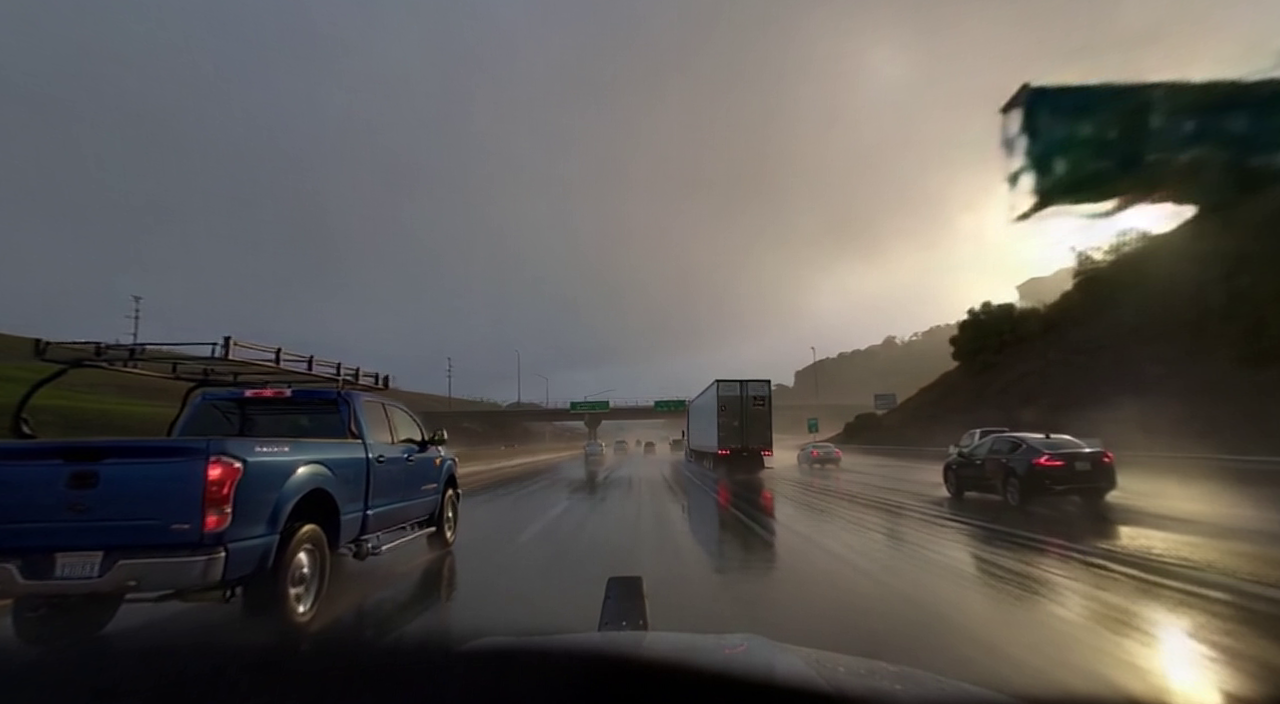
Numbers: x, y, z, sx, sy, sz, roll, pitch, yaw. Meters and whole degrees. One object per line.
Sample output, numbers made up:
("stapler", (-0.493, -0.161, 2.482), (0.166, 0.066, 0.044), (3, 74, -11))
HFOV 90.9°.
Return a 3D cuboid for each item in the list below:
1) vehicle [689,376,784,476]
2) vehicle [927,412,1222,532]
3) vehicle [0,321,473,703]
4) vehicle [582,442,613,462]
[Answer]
("vehicle", (4.399, 3.963, 32.133), (2.885, 4.036, 12.891), (0, -8, 0))
("vehicle", (7.301, 2.064, 11.416), (1.999, 1.700, 4.640), (0, -9, 0))
("vehicle", (-3.910, 1.310, 6.582), (2.599, 2.054, 6.288), (0, -8, 0))
("vehicle", (-3.223, 7.752, 48.943), (2.077, 1.446, 4.106), (0, -8, 1))
